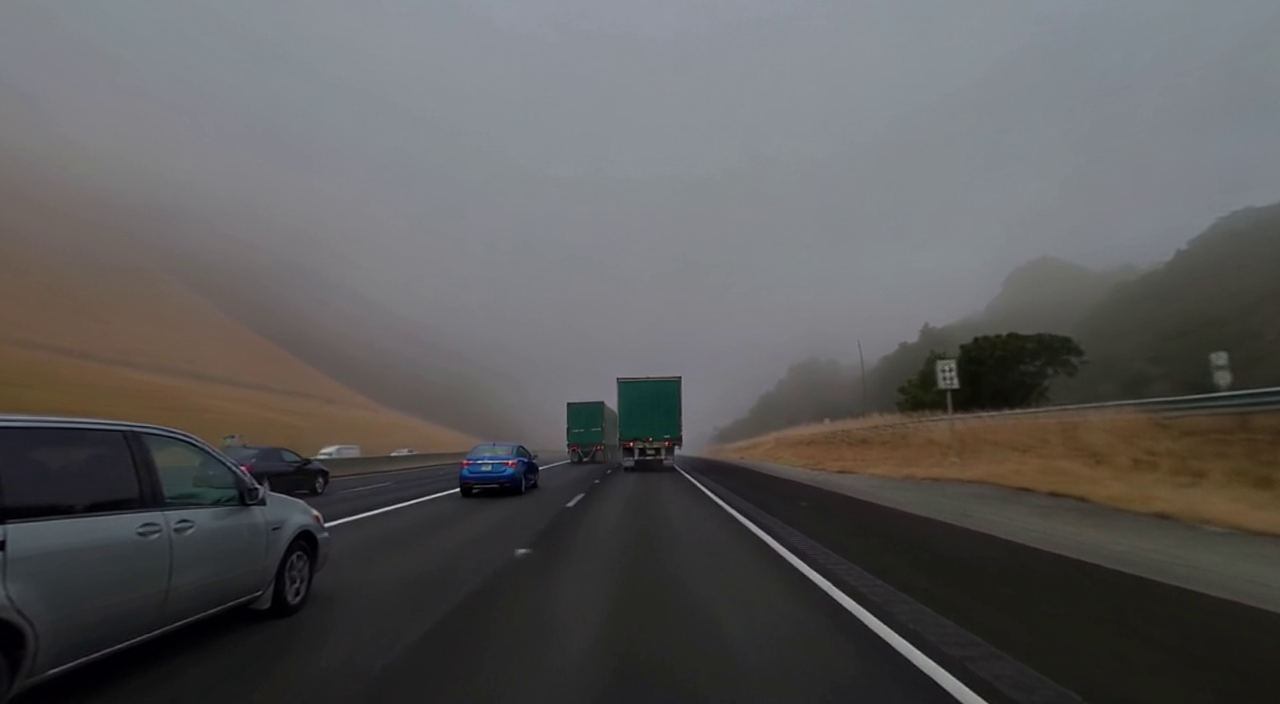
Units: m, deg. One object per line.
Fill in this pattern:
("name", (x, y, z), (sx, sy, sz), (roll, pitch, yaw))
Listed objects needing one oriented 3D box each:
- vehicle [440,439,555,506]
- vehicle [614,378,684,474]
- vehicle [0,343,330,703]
("vehicle", (-3.451, 2.975, 16.174), (1.950, 1.446, 4.224), (-1, -8, 0))
("vehicle", (0.523, 3.869, 32.086), (2.913, 3.988, 10.874), (-1, -8, 1))
("vehicle", (-3.813, 0.918, 3.030), (2.136, 1.779, 4.875), (-1, -8, 1))
